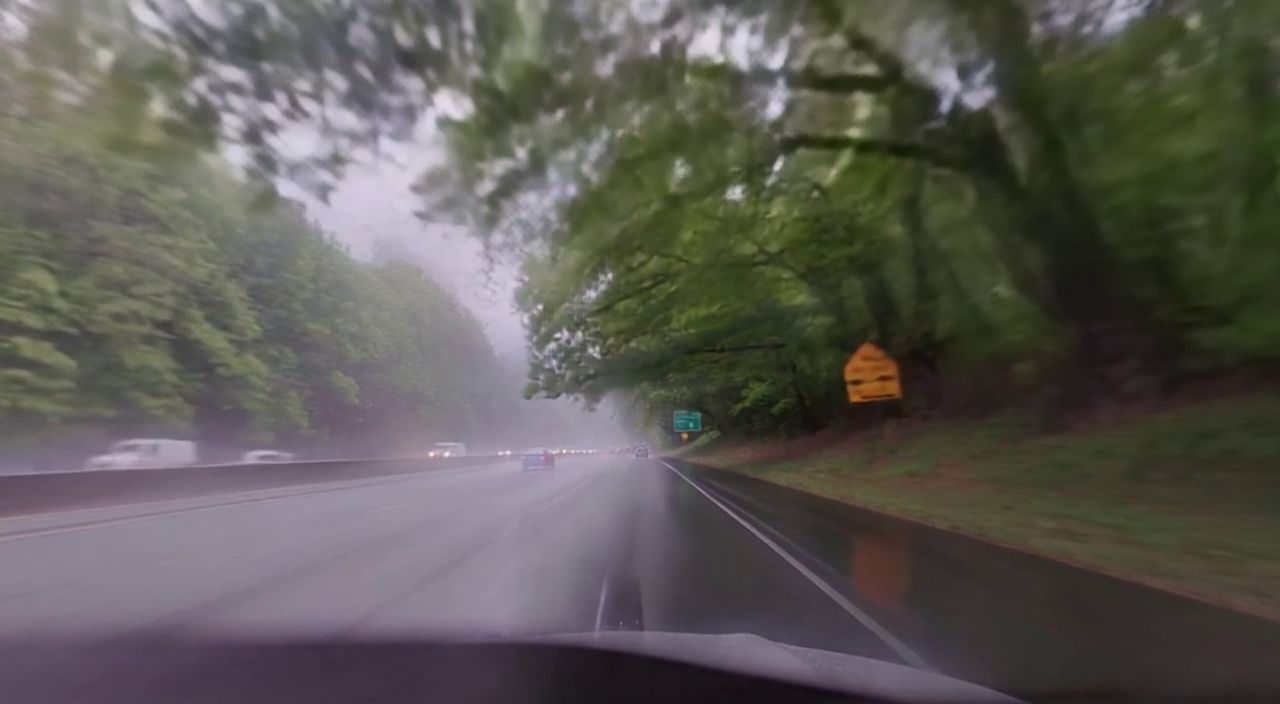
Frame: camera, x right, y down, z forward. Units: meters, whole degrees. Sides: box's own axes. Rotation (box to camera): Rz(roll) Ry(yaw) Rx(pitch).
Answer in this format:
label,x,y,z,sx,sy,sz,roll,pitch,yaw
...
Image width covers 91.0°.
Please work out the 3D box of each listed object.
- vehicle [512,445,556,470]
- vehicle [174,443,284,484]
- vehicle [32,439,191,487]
label,x,y,z,sx,sy,sz,roll,pitch,yaw
vehicle,-7.079,7.110,42.571,2.094,1.579,4.655,0,-9,1
vehicle,-17.961,4.875,27.801,1.915,1.629,4.208,0,-9,2
vehicle,-25.130,5.272,30.380,2.409,2.043,5.924,0,-9,1
